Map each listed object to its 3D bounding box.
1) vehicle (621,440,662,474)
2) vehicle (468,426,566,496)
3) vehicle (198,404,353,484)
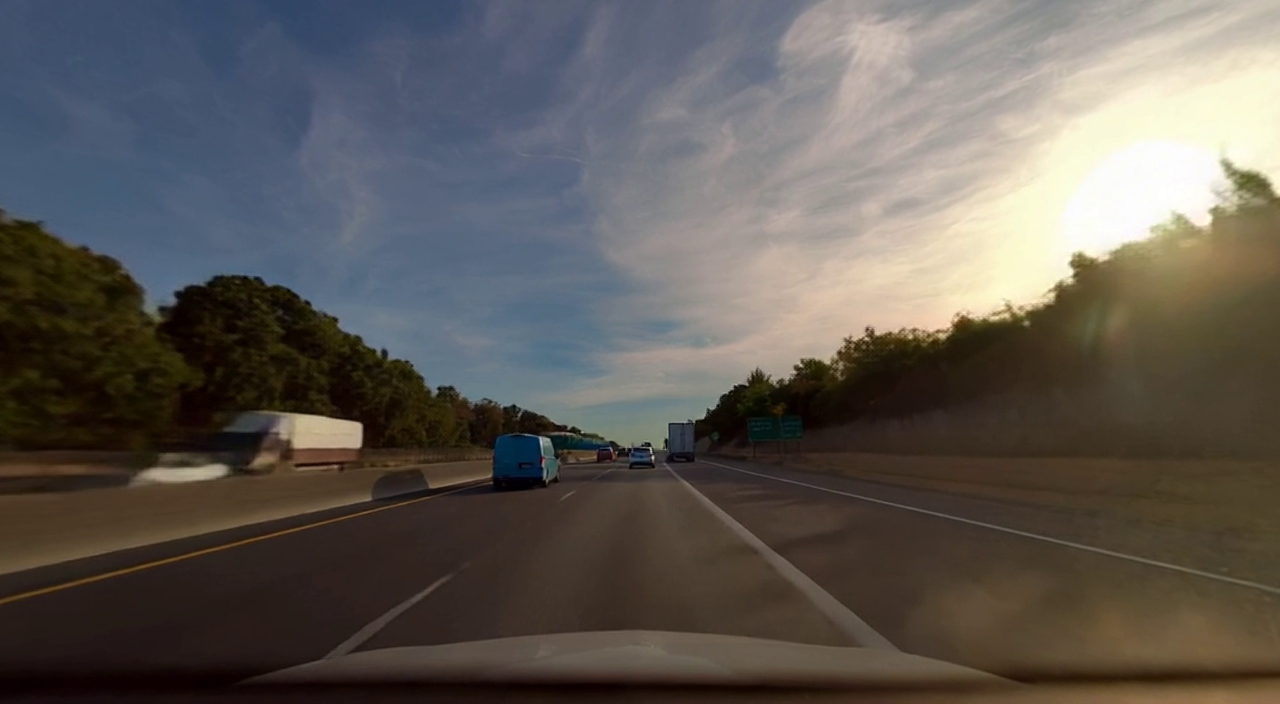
[{"bbox_3d":[0.094,6.038,36.501,2.209,1.825,4.036,0,-9,0],"label":"vehicle"},{"bbox_3d":[-3.844,3.530,20.686,2.167,1.991,5.062,0,-9,0],"label":"vehicle"},{"bbox_3d":[-19.300,5.026,34.323,2.893,3.722,8.903,0,-9,1],"label":"vehicle"}]
